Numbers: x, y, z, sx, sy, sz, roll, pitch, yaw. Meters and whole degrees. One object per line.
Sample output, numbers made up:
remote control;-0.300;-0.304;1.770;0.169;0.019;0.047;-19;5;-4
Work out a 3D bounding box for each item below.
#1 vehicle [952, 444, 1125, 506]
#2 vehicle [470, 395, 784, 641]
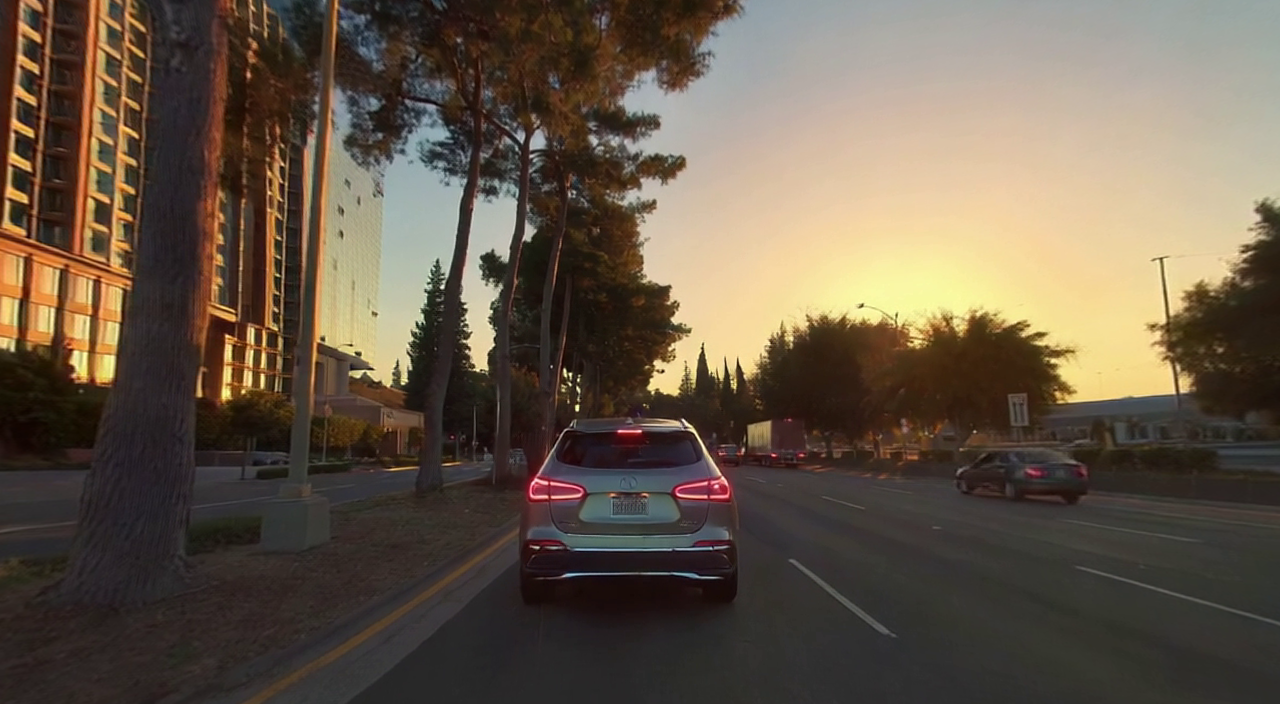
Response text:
vehicle;11.125;3.420;18.019;1.998;1.527;4.489;0;-9;0
vehicle;-0.129;1.455;6.476;2.172;1.694;4.055;0;-8;-1
